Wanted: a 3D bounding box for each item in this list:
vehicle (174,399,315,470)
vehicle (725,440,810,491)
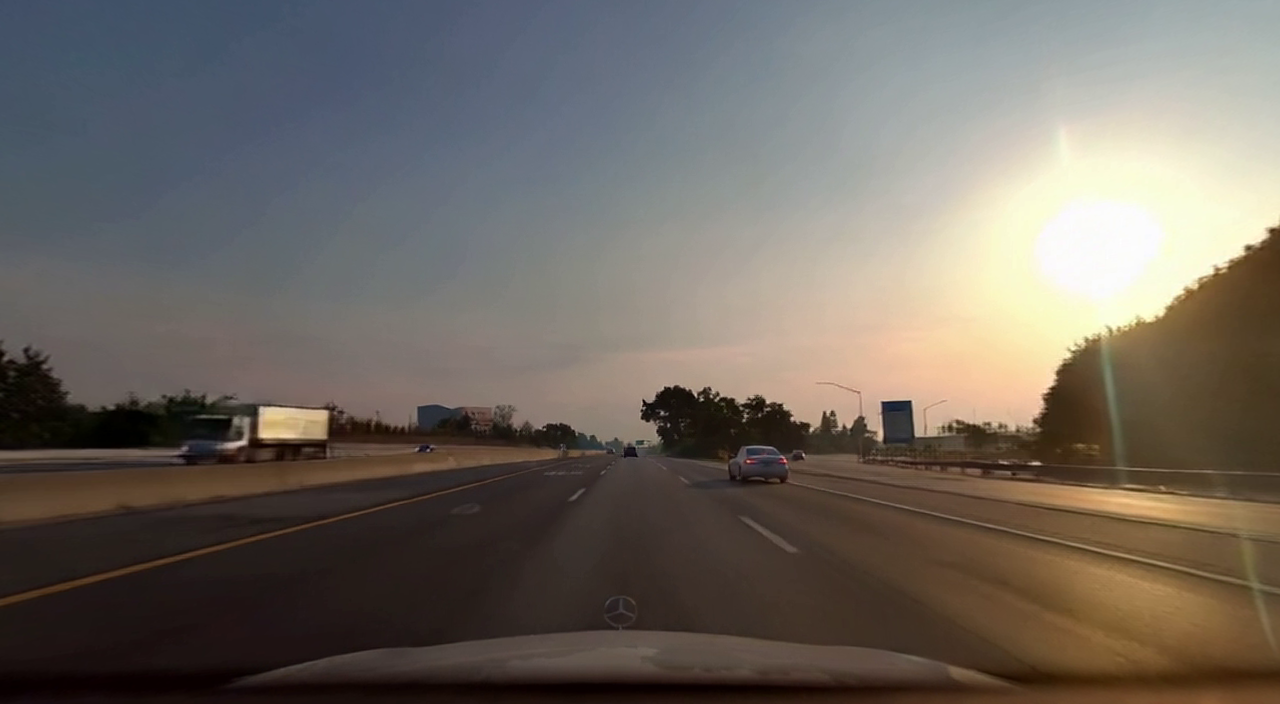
[{"bbox_3d":[-21.223,4.605,34.419,2.693,3.425,7.572,0,-9,0],"label":"vehicle"},{"bbox_3d":[4.217,3.816,21.470,1.984,1.540,3.973,0,-9,-1],"label":"vehicle"}]
